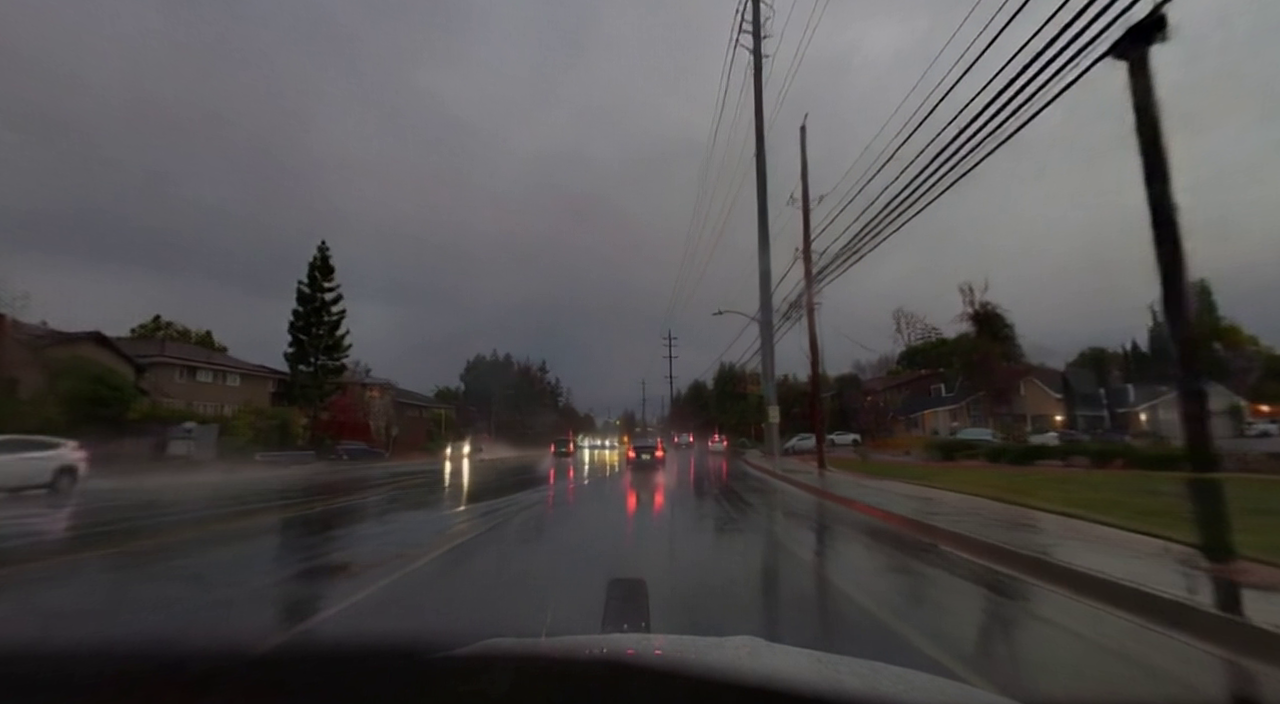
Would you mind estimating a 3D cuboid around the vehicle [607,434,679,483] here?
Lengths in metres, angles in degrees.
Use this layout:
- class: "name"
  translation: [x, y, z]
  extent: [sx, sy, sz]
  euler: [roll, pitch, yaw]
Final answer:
- class: "vehicle"
  translation: [0.205, 3.546, 21.283]
  extent: [2.117, 1.474, 4.036]
  euler: [-1, -8, 4]

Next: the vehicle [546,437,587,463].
- class: "vehicle"
  translation: [-4.551, 6.133, 39.571]
  extent: [1.983, 1.485, 4.159]
  euler: [-1, -8, 2]
